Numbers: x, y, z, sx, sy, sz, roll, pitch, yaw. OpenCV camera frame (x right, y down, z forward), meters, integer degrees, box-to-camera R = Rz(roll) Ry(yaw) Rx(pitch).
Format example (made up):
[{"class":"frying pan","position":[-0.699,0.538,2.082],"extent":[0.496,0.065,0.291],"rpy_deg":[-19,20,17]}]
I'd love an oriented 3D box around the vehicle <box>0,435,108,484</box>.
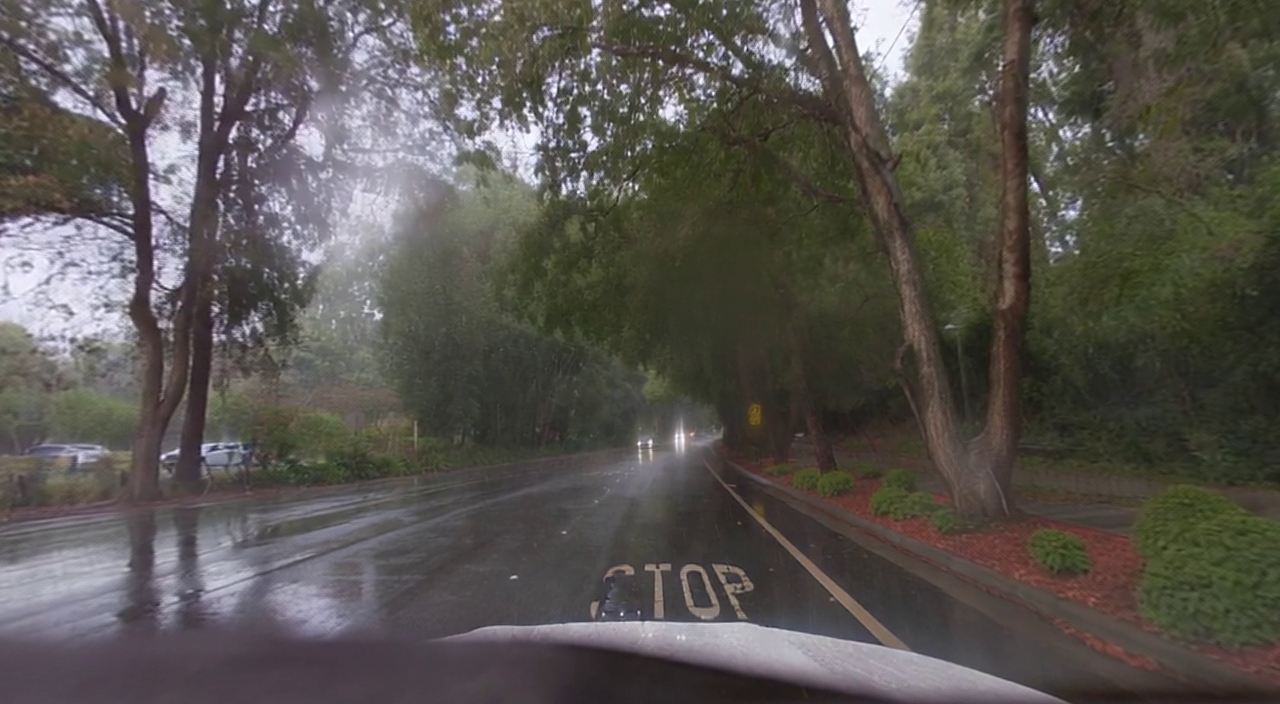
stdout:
[{"class":"vehicle","position":[-28.398,5.097,29.978],"extent":[4.733,1.892,1.939],"rpy_deg":[-4,-4,2]}]

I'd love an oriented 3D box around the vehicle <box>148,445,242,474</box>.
[{"class":"vehicle","position":[-25.908,6.260,36.893],"extent":[4.007,1.459,1.952],"rpy_deg":[-2,-8,0]}]
